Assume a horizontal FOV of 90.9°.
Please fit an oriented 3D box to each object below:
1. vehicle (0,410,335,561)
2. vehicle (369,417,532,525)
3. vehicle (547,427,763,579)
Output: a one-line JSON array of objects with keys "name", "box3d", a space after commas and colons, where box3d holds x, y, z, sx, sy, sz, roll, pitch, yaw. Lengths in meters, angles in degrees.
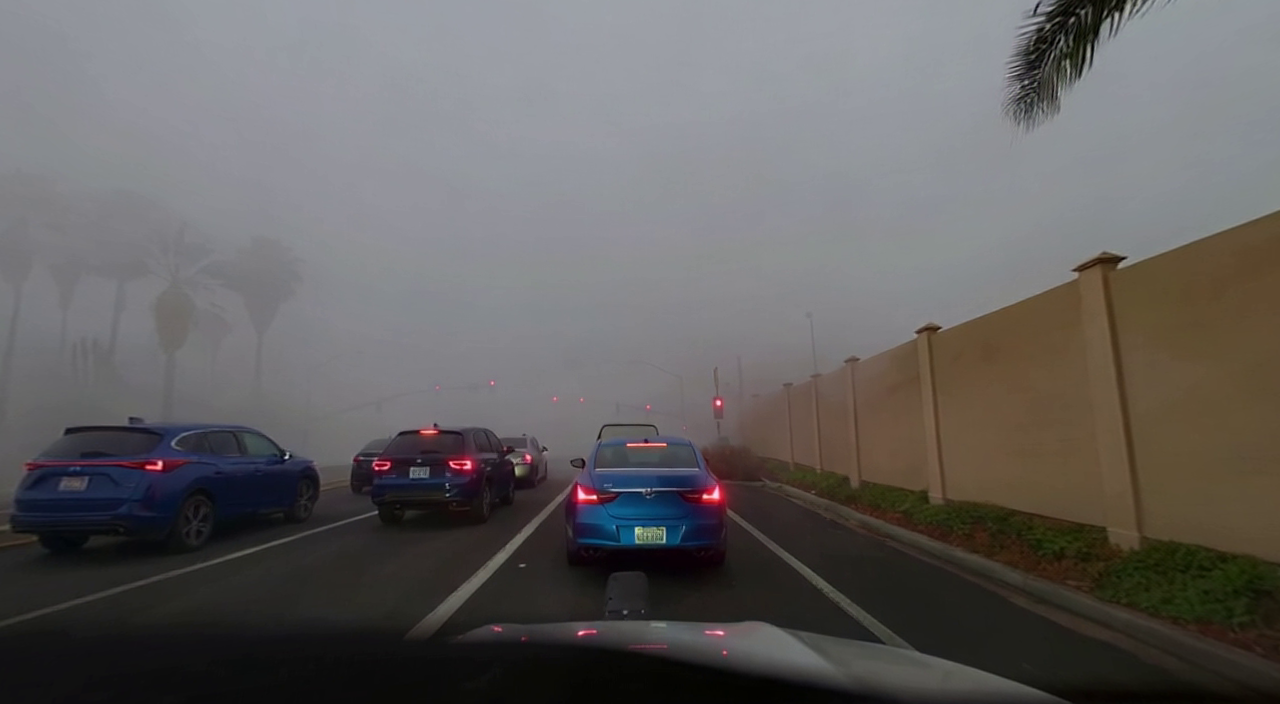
[{"name": "vehicle", "box3d": [-6.691, 1.873, 9.584, 1.963, 1.721, 4.467, 0, -8, -2]}, {"name": "vehicle", "box3d": [-3.450, 2.250, 12.443, 2.007, 1.746, 4.136, 0, -8, -2]}, {"name": "vehicle", "box3d": [0.070, 1.803, 8.415, 2.128, 1.473, 4.272, 0, -8, -2]}]
